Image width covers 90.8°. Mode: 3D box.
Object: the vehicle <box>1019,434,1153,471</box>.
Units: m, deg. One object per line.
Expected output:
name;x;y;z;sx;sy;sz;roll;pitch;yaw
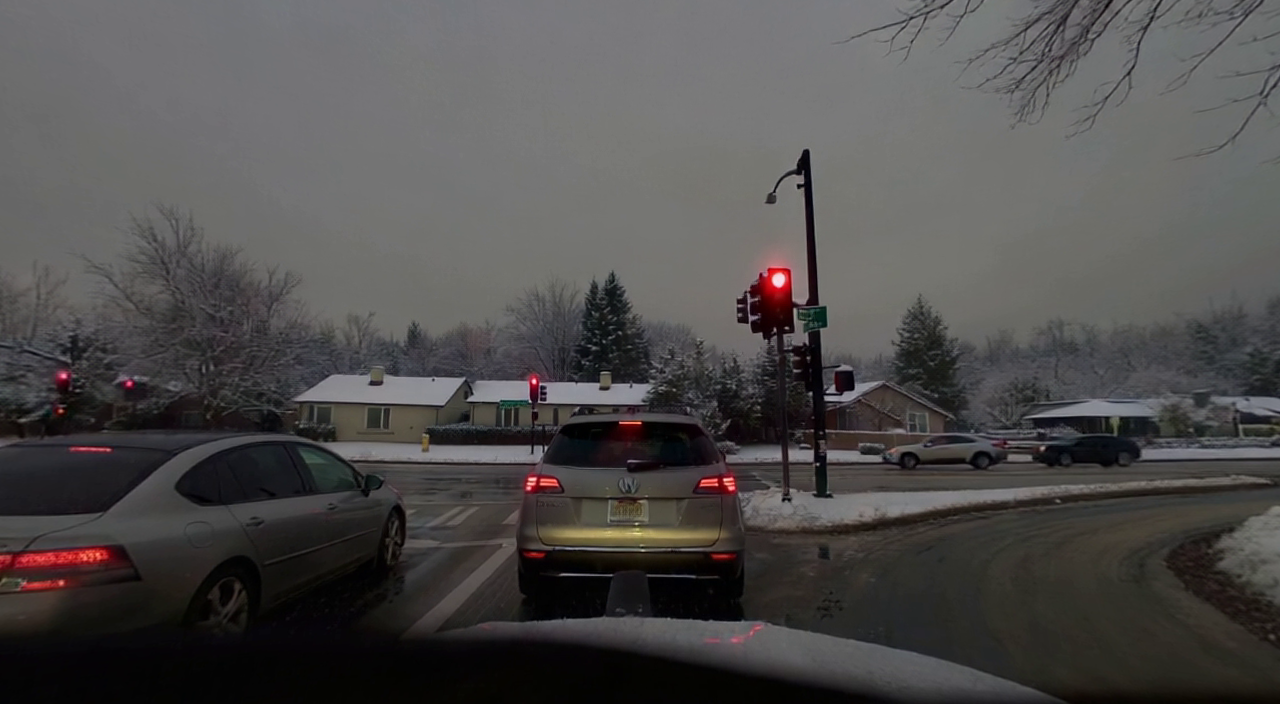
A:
vehicle;20.621;4.650;29.399;4.639;1.621;1.867;-1;-9;6

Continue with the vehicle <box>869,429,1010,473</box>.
vehicle;12.562;4.197;26.809;4.887;1.769;2.035;-1;-9;5

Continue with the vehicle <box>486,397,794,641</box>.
vehicle;-0.141;1.470;6.567;2.154;1.670;4.140;1;-9;-4

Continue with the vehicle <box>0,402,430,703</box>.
vehicle;-3.301;1.272;4.730;2.035;1.492;4.415;0;-9;-2
